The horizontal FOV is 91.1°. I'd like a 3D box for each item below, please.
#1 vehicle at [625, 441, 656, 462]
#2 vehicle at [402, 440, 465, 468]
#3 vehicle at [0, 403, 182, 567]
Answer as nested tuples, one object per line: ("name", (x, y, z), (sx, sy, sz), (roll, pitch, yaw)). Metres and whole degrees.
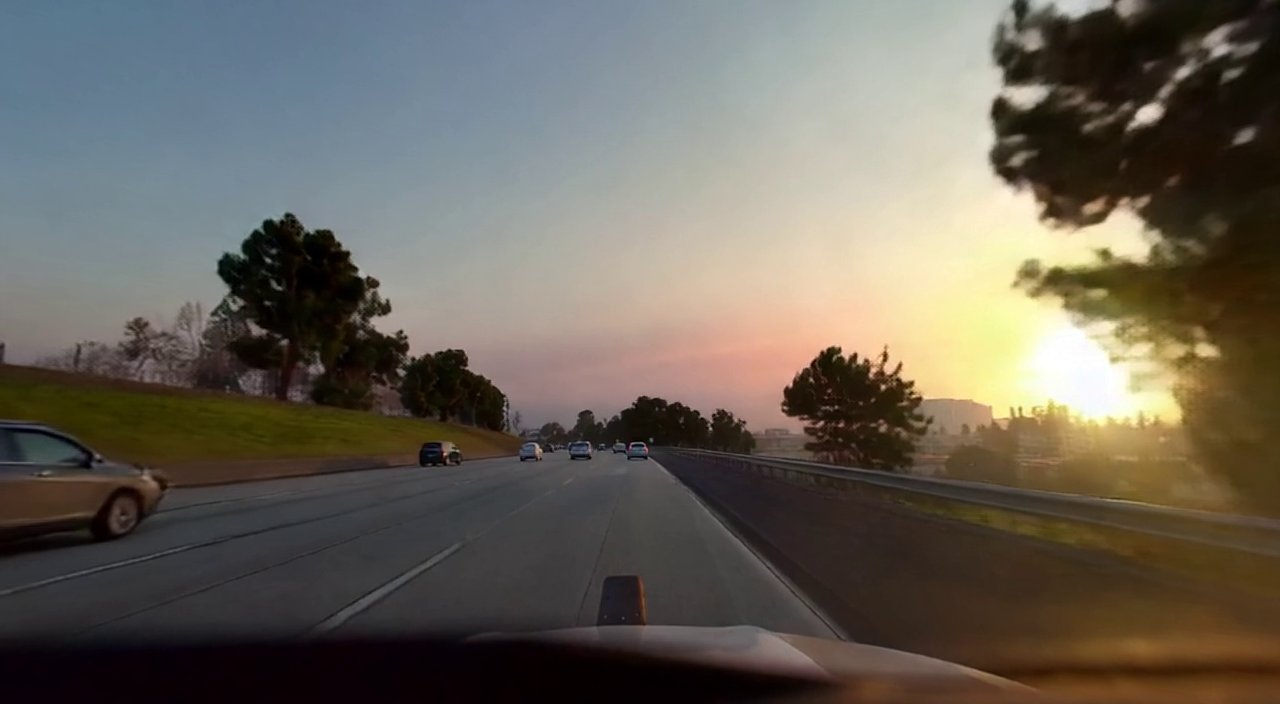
("vehicle", (-0.035, 7.152, 45.208), (2.060, 1.465, 3.974), (0, -8, -2))
("vehicle", (-11.929, 5.917, 36.612), (2.056, 1.489, 4.852), (0, -8, 0))
("vehicle", (-7.889, 1.408, 6.663), (2.238, 1.712, 5.000), (0, -8, 1))
